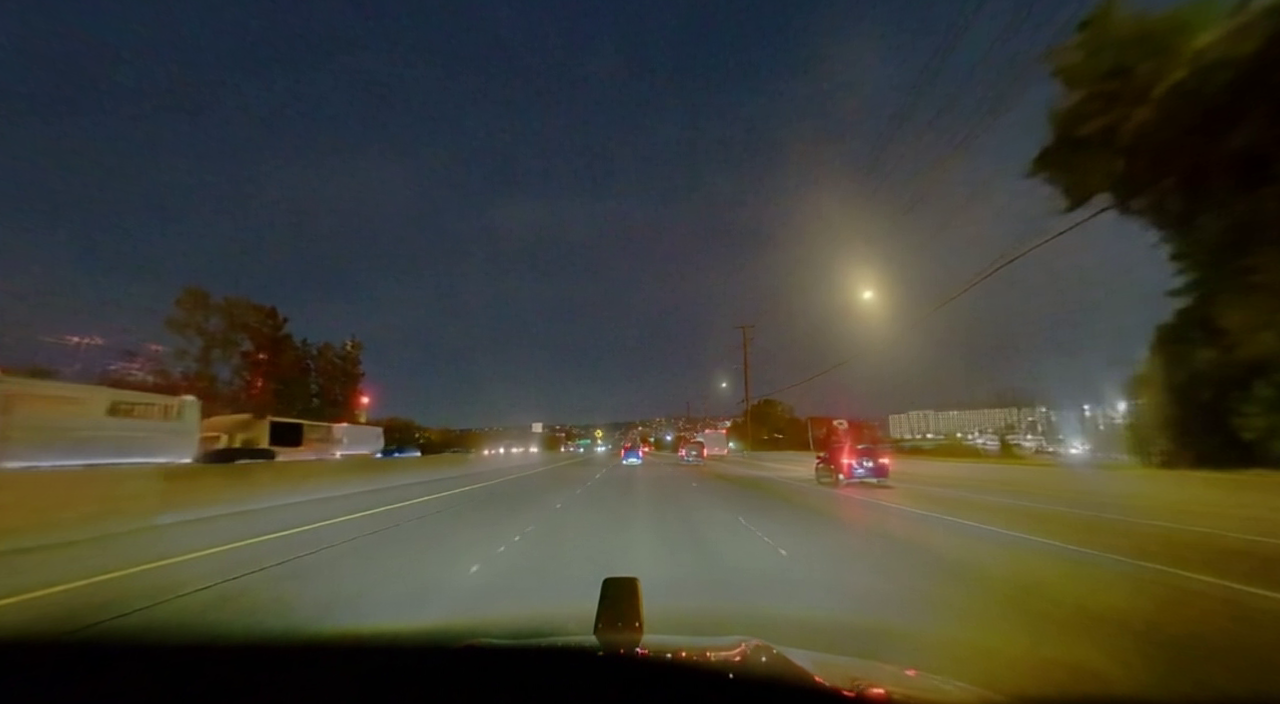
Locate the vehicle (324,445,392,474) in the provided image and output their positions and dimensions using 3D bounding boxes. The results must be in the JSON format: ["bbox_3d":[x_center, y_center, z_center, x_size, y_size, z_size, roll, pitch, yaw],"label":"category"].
[{"bbox_3d":[-21.306,8.117,48.055,2.258,2.068,6.386,0,-9,0],"label":"vehicle"}]

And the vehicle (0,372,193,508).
[{"bbox_3d":[-21.256,2.816,20.161,2.907,4.138,15.184,0,-9,0],"label":"vehicle"}]

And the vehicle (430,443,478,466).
[{"bbox_3d":[-13.422,7.420,45.827,1.934,1.522,4.697,0,-9,1],"label":"vehicle"}]

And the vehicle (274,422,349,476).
[{"bbox_3d":[-25.730,7.608,49.761,2.968,3.977,5.142,0,-9,0],"label":"vehicle"}]

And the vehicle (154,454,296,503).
[{"bbox_3d":[-13.822,4.209,21.411,1.872,1.433,4.353,0,-9,0],"label":"vehicle"}]

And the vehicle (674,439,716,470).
[{"bbox_3d":[3.362,6.382,39.454,2.036,1.796,4.470,0,-9,-2],"label":"vehicle"}]

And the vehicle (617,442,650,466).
[{"bbox_3d":[-0.493,7.590,47.100,2.325,1.712,4.592,0,-9,0],"label":"vehicle"}]
